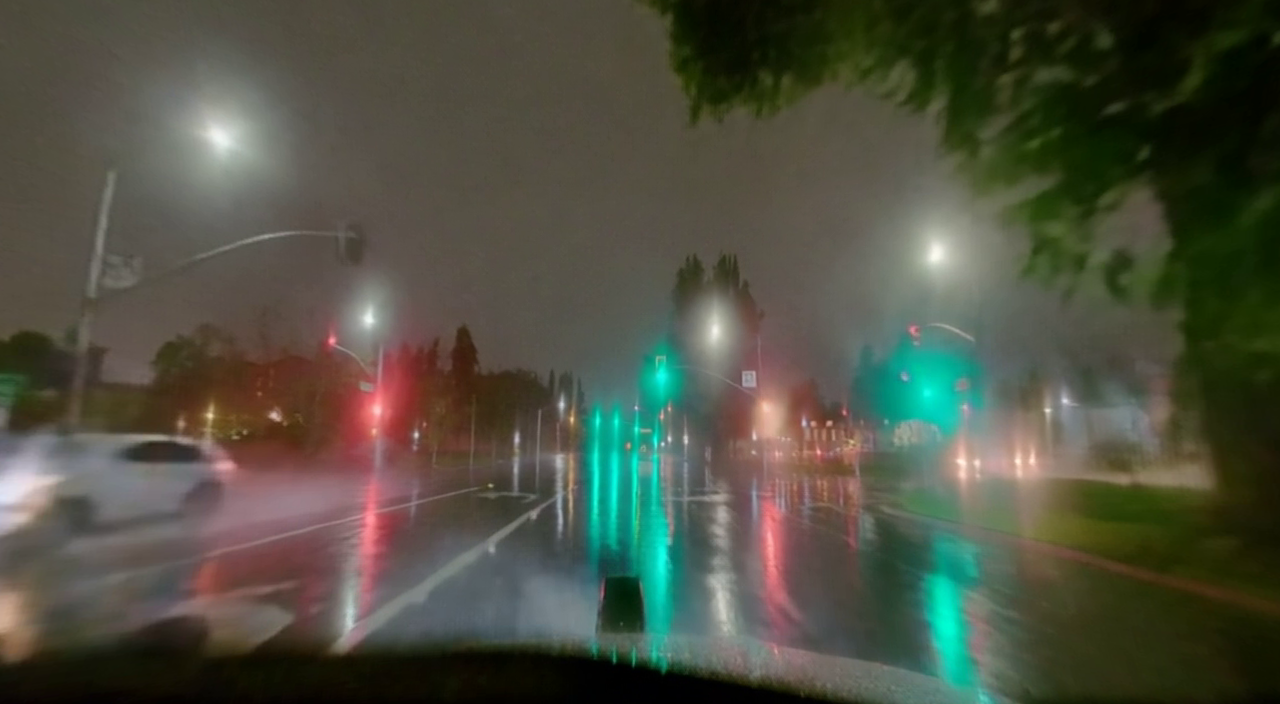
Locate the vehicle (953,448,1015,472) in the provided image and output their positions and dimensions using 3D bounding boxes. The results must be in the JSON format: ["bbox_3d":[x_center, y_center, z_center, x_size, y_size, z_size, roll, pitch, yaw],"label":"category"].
[{"bbox_3d":[26.565,8.323,48.788,3.878,1.462,1.783,5,-7,-5],"label":"vehicle"}]

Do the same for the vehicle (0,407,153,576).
[{"bbox_3d":[-7.689,1.408,6.291,2.091,1.727,4.413,0,-8,0],"label":"vehicle"}]
